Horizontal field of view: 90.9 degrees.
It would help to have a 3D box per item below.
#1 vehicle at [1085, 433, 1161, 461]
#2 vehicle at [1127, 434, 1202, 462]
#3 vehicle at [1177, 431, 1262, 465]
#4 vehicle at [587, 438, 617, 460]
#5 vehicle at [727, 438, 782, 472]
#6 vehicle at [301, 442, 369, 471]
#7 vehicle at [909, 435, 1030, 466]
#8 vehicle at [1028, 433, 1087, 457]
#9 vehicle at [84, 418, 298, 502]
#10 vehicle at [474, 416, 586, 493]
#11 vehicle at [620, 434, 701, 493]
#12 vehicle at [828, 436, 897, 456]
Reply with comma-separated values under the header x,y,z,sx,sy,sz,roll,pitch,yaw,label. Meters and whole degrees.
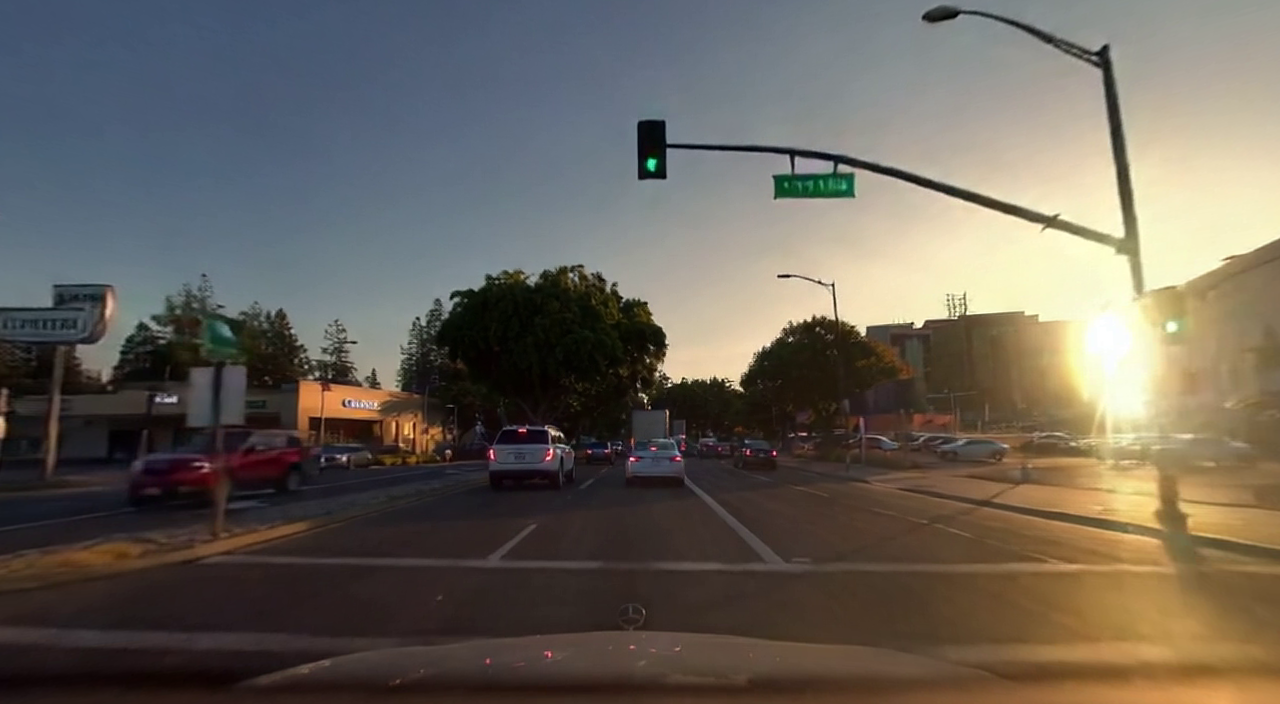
x,y,z,sx,sy,sz,roll,pitch,yaw,label
28.482,5.583,37.148,4.207,1.443,1.889,3,-9,-29,vehicle
28.433,5.187,34.125,3.873,1.429,1.765,5,-9,-30,vehicle
29.251,4.799,31.777,4.225,1.502,1.915,3,-9,-32,vehicle
-2.782,7.173,46.647,1.902,1.522,3.523,0,-8,2,vehicle
5.423,4.914,30.422,1.900,1.507,4.151,0,-8,0,vehicle
-18.677,6.403,38.836,1.945,1.666,4.478,0,-8,-1,vehicle
15.613,4.699,30.033,4.756,1.422,1.831,0,-8,-1,vehicle
28.851,6.403,43.518,3.799,1.541,1.747,5,-10,-30,vehicle
-11.758,2.869,17.108,2.165,1.926,4.899,0,-8,0,vehicle
-3.011,2.974,18.626,2.289,1.935,5.227,0,-8,1,vehicle
0.538,3.152,18.223,2.061,1.494,4.079,0,-8,0,vehicle
16.358,6.938,46.532,4.323,1.496,1.937,0,-8,-1,vehicle
